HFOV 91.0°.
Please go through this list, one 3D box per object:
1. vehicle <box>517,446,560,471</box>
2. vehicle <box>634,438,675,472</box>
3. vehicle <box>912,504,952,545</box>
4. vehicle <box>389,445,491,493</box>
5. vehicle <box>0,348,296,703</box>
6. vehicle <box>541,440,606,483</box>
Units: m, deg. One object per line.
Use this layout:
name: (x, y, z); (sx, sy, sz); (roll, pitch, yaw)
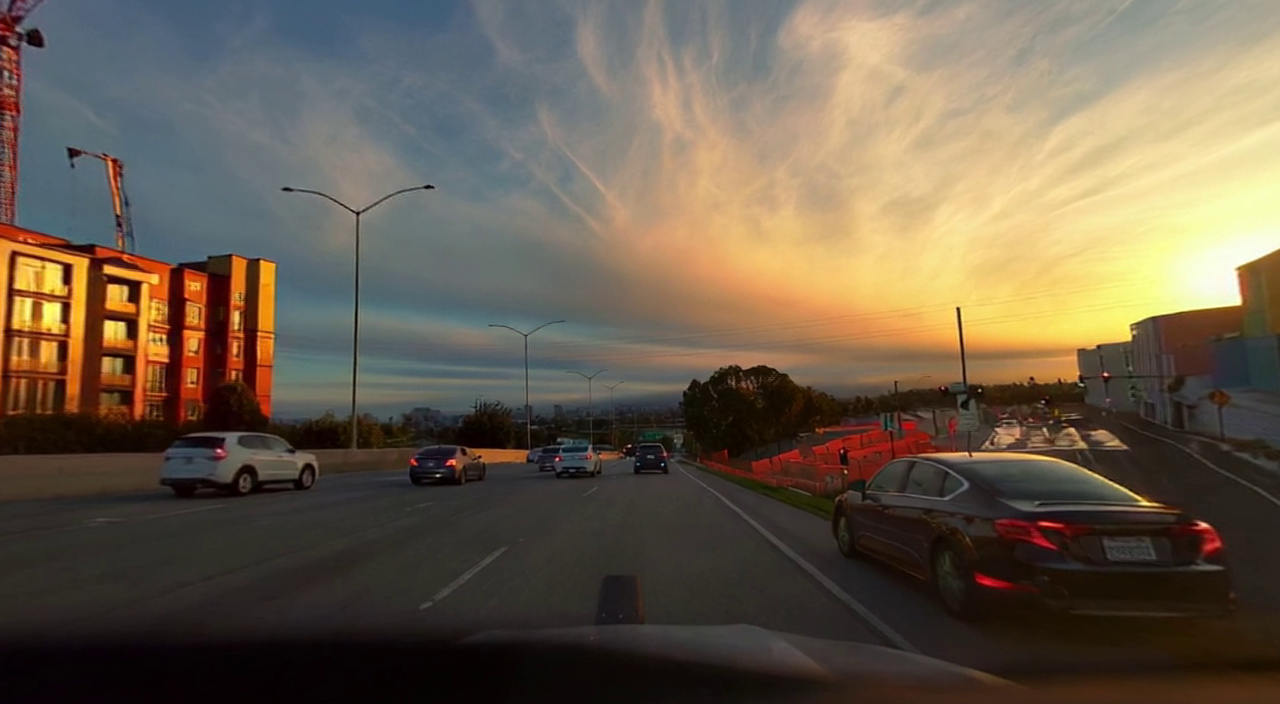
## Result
vehicle: (-6.359, 6.718, 39.964); (1.931, 1.505, 4.386); (0, -8, 1)
vehicle: (0.789, 5.644, 34.725); (2.116, 1.763, 4.352); (0, -8, 1)
vehicle: (19.383, 11.426, 41.903); (1.859, 1.579, 4.190); (-6, -2, 20)
vehicle: (-6.774, 3.996, 21.942); (1.959, 1.486, 4.460); (0, -8, 2)
vehicle: (-3.686, 0.826, 2.527); (2.045, 1.710, 4.382); (0, -8, 1)
vehicle: (-2.765, 4.683, 27.307); (2.109, 1.657, 4.554); (0, -8, 3)
